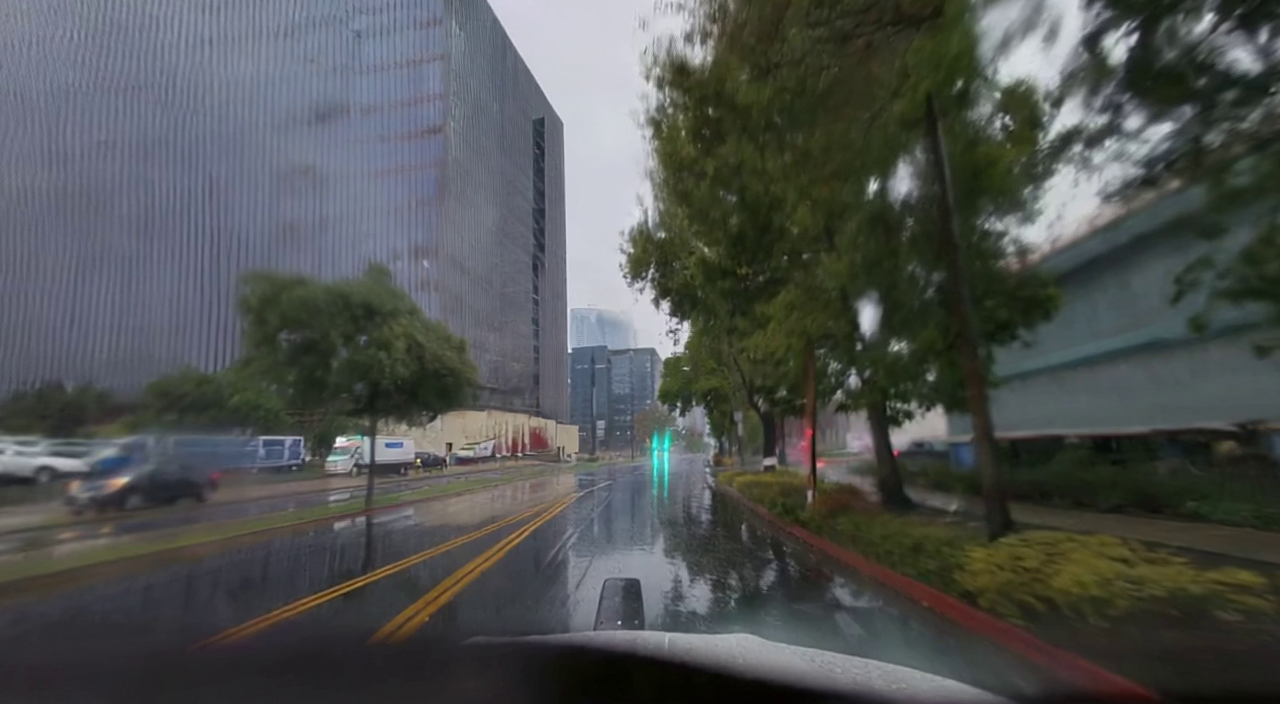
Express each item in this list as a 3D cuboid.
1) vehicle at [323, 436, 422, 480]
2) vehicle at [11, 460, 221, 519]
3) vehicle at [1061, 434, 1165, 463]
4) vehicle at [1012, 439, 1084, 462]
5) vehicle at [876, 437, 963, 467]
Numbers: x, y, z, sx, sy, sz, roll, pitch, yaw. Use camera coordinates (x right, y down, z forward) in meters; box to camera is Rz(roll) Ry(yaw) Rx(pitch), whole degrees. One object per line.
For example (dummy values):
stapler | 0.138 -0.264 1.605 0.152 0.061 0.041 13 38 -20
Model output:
vehicle | -18.836 7.447 44.717 2.166 2.698 7.006 -8 -10 21
vehicle | -14.495 3.804 17.547 4.330 1.463 1.832 -1 -9 4
vehicle | 27.324 5.607 36.457 4.307 1.544 1.949 -2 -9 8
vehicle | 27.801 6.771 42.912 3.531 1.414 1.906 -2 -11 7
vehicle | 15.679 5.671 35.462 3.997 1.579 1.799 -2 -11 4
